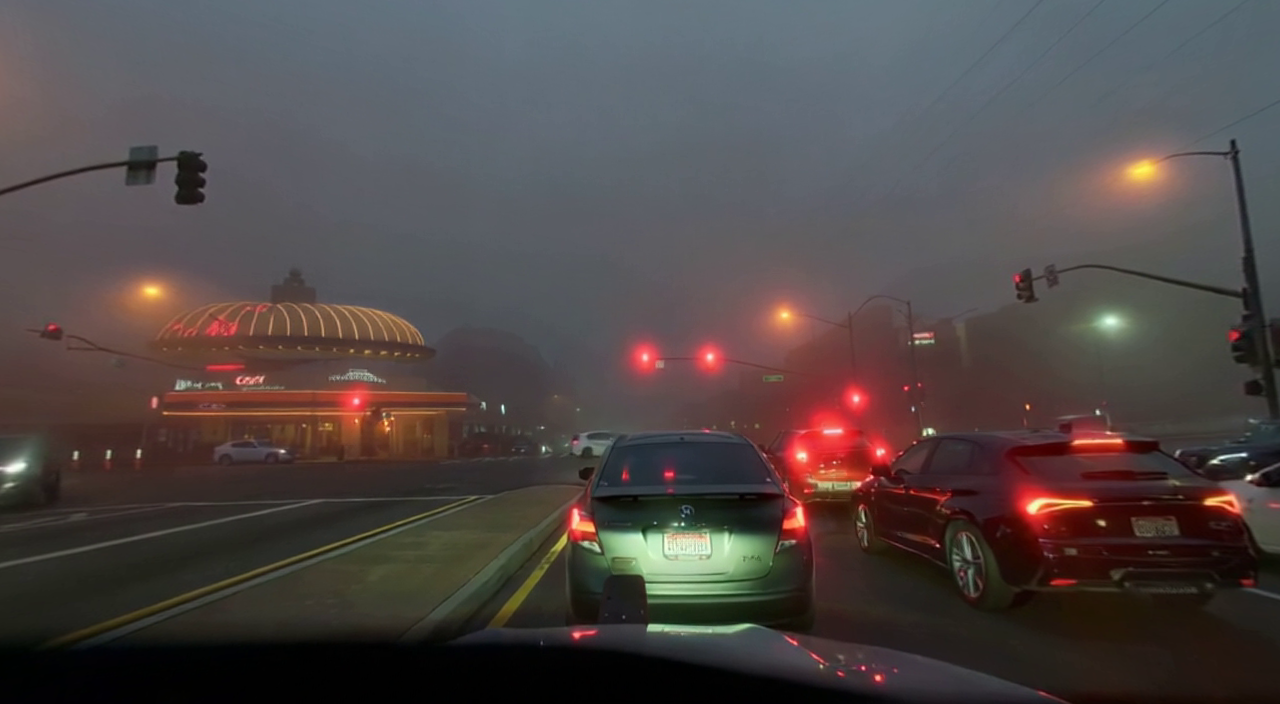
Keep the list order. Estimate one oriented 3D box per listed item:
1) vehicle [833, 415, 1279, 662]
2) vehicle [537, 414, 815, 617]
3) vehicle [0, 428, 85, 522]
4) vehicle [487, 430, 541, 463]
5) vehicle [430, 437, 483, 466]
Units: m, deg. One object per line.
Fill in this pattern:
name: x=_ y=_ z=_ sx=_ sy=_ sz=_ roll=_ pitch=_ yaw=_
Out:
vehicle: x=3.522 y=1.460 z=6.122 sx=1.883 sy=1.480 sz=4.489 roll=0 pitch=-8 yaw=0
vehicle: x=0.214 y=1.507 z=6.731 sx=2.073 sy=1.496 sz=3.892 roll=0 pitch=-8 yaw=-2
vehicle: x=-13.977 y=2.631 z=13.940 sx=2.203 sy=1.783 sz=4.841 roll=6 pitch=-10 yaw=-38
vehicle: x=-8.811 y=6.715 z=44.663 sx=2.710 sy=2.022 sz=5.889 roll=-2 pitch=-9 yaw=-1
vehicle: x=-12.117 y=6.584 z=41.907 sx=2.122 sy=1.829 sz=4.559 roll=0 pitch=-8 yaw=0
